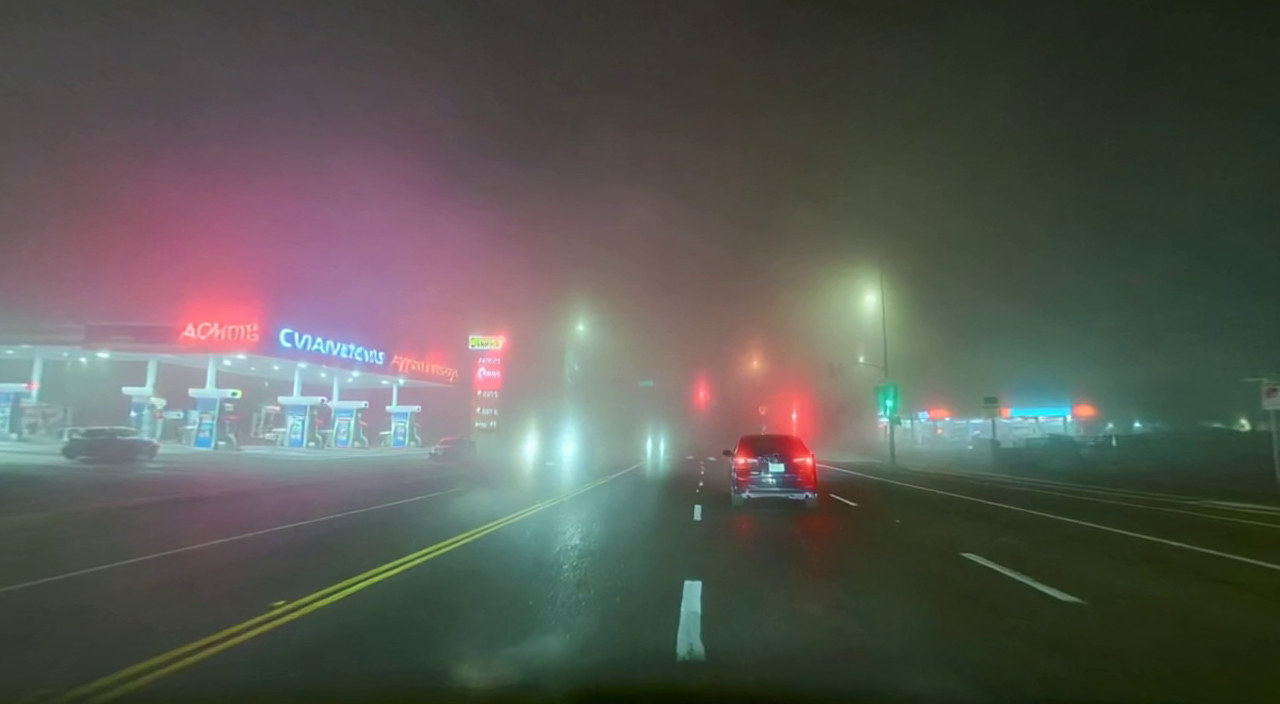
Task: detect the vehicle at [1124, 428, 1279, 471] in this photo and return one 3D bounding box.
[{"bbox_3d":[21.831,3.741,24.398,1.956,1.463,4.500,4,-9,-23],"label":"vehicle"}]

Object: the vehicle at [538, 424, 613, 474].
[{"bbox_3d":[-2.681,4.249,27.788,2.334,1.966,5.056,-1,-8,5],"label":"vehicle"}]

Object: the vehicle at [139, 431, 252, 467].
[{"bbox_3d":[-24.445,5.340,34.800,4.975,1.863,2.443,-3,-9,18],"label":"vehicle"}]

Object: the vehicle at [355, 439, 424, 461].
[{"bbox_3d":[-17.826,6.949,44.992,4.294,1.480,1.936,-3,-9,19],"label":"vehicle"}]

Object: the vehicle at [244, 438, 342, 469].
[{"bbox_3d":[-17.879,5.204,32.528,4.610,1.515,2.112,-4,-9,27],"label":"vehicle"}]

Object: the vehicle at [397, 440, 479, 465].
[{"bbox_3d":[-12.616,6.290,39.671,1.854,1.501,4.561,-8,-11,41],"label":"vehicle"}]

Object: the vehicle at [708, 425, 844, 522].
[{"bbox_3d":[2.413,2.272,12.378,1.995,1.525,4.392,-1,-8,5],"label":"vehicle"}]

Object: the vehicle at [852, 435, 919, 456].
[{"bbox_3d":[18.826,7.197,48.565,4.510,1.483,1.774,-5,-10,30],"label":"vehicle"}]

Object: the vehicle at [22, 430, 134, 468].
[{"bbox_3d":[-32.903,5.690,36.992,5.687,2.081,2.191,-3,-8,18],"label":"vehicle"}]
